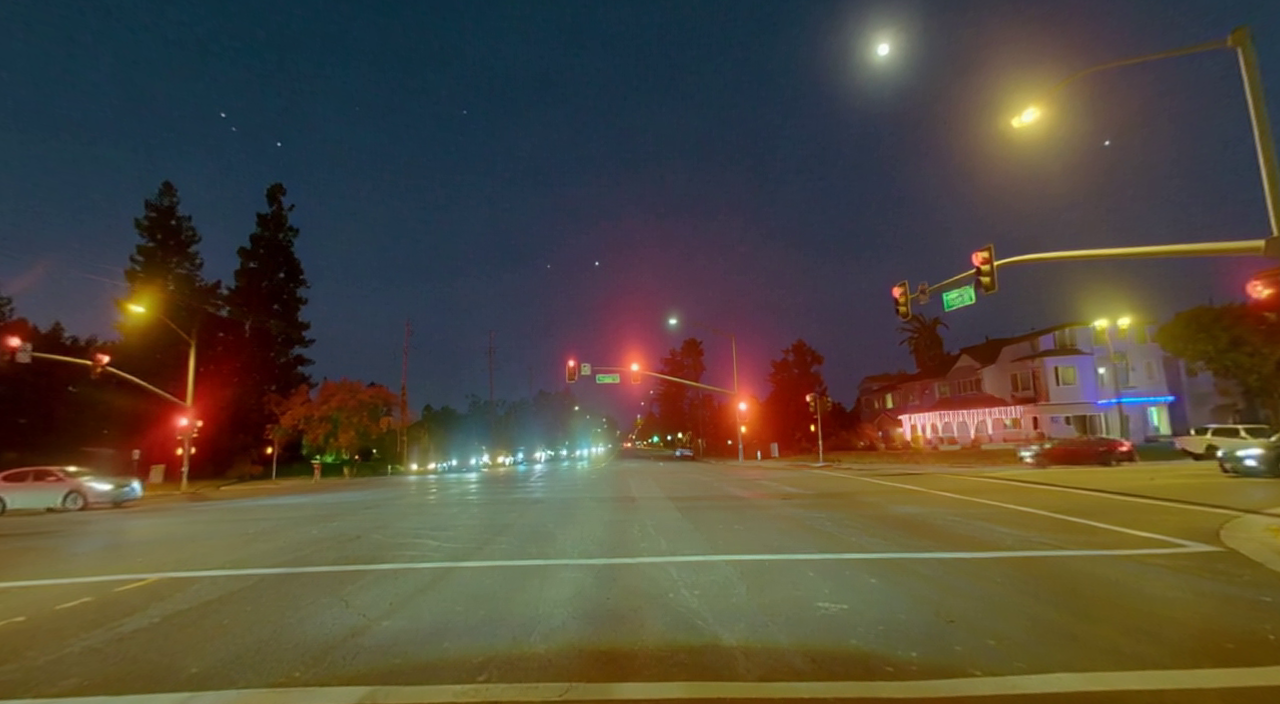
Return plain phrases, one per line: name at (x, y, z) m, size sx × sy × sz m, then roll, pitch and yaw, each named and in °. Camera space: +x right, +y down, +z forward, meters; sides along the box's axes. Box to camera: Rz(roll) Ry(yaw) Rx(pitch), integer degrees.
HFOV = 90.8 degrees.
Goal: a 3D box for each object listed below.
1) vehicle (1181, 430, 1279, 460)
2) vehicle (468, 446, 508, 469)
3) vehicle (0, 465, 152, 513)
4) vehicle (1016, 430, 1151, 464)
vehicle at (31.320, 4.884, 33.023) m, size 4.318 × 1.488 × 1.870 m, roll 0°, pitch -9°, yaw -1°
vehicle at (-10.718, 7.459, 44.754) m, size 1.881 × 1.509 × 3.377 m, roll 0°, pitch -9°, yaw 1°
vehicle at (-19.812, 4.604, 21.429) m, size 4.823 × 1.449 × 2.017 m, roll -1°, pitch -9°, yaw 1°
vehicle at (21.241, 4.579, 30.472) m, size 4.873 × 1.539 × 1.932 m, roll -2°, pitch -9°, yaw 12°
